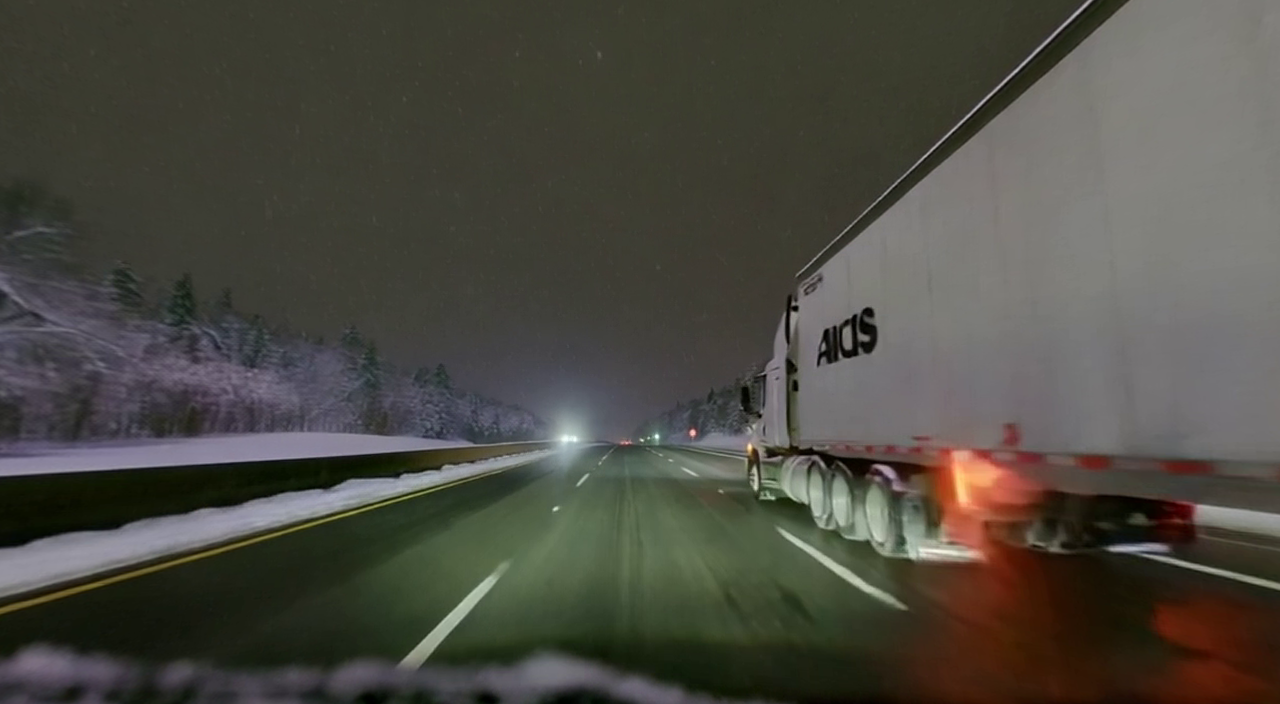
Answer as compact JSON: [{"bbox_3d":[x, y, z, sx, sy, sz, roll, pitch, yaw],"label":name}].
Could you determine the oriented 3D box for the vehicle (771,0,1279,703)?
[{"bbox_3d":[4.397,0.318,7.769,3.162,3.950,10.161,0,-8,-1],"label":"vehicle"}]
